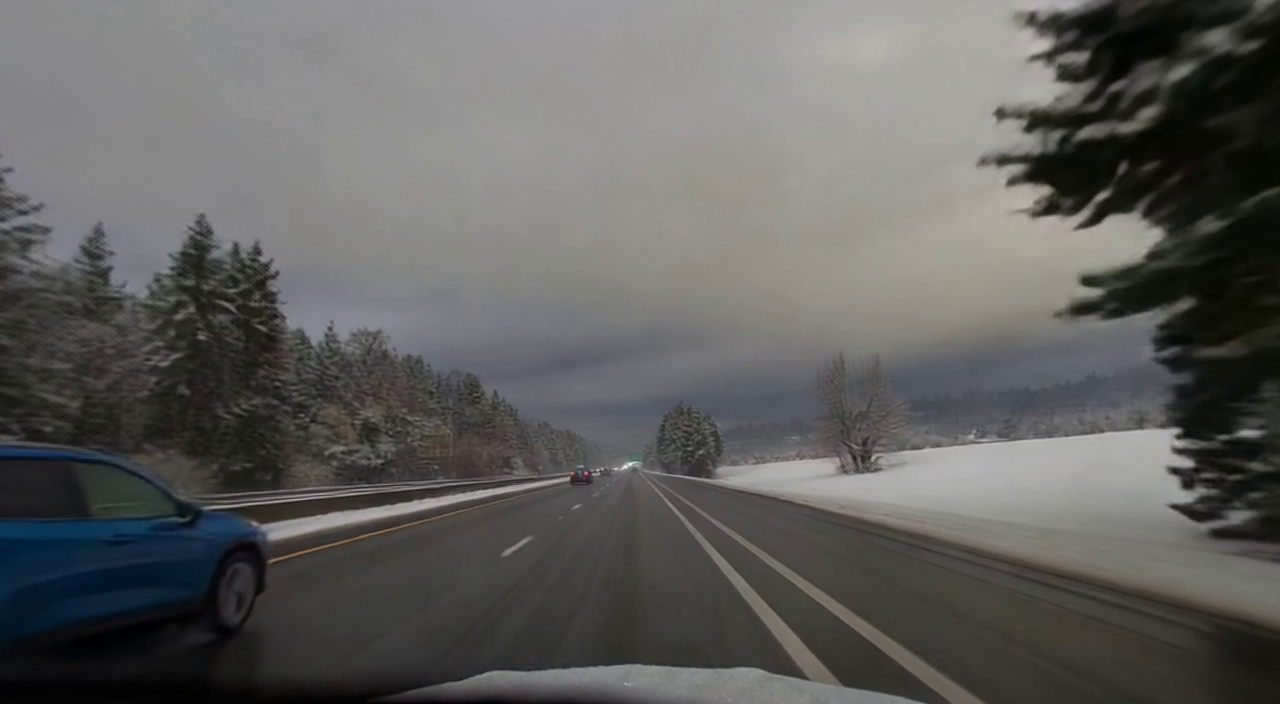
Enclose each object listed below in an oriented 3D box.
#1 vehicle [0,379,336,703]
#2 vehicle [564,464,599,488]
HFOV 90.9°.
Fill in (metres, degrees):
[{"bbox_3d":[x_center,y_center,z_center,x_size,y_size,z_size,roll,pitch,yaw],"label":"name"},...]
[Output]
[{"bbox_3d":[-3.869,1.063,3.335,2.123,1.666,4.709,1,-10,0],"label":"vehicle"},{"bbox_3d":[-4.100,8.790,44.884,2.068,1.592,4.479,1,-10,0],"label":"vehicle"}]
